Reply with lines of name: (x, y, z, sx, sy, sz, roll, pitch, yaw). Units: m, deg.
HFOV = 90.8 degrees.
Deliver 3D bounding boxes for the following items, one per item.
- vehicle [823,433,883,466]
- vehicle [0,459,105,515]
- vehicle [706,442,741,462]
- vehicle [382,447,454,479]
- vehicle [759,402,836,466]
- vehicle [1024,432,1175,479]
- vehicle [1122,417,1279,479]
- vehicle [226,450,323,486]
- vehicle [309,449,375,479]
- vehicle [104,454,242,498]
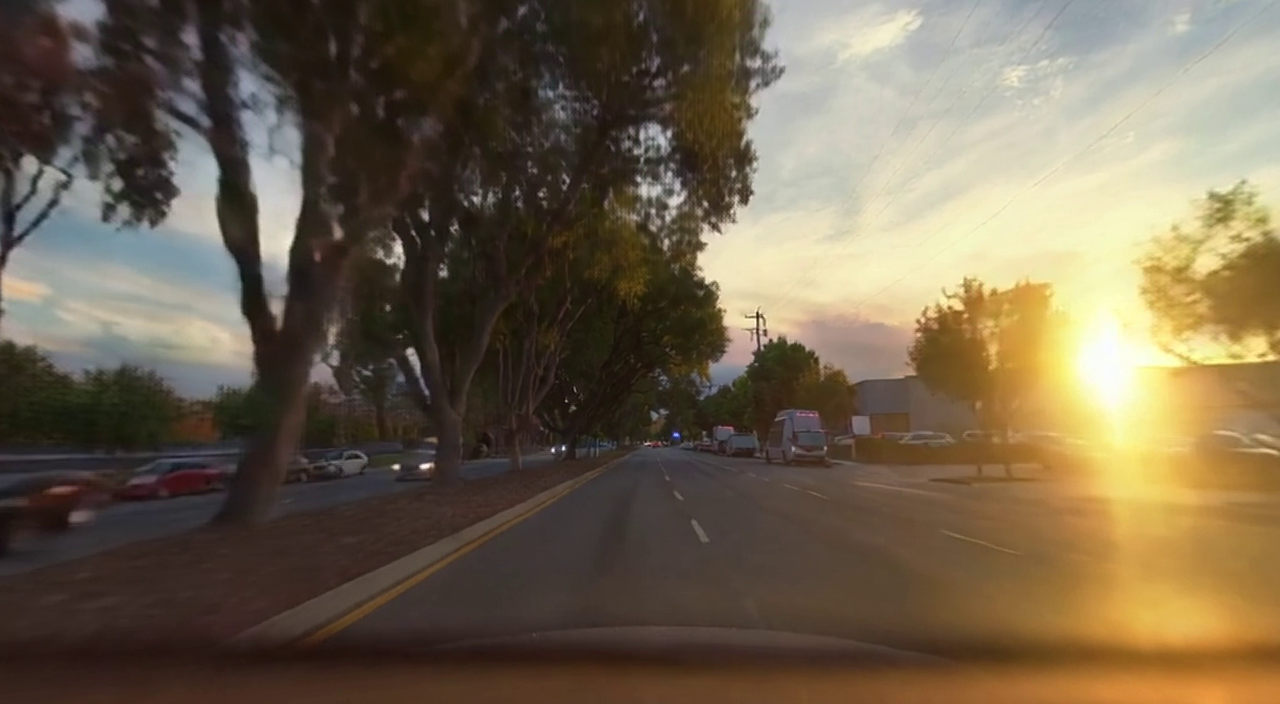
vehicle: (14.244, 6.561, 42.690, 2.203, 2.052, 5.314, -1, -8, 0)
vehicle: (-18.918, 3.985, 18.743, 1.890, 1.468, 4.727, -1, -8, 1)
vehicle: (6.246, 7.493, 47.542, 1.972, 1.417, 4.239, 0, -8, -1)
vehicle: (-10.914, 5.452, 31.419, 1.973, 1.442, 4.241, -1, -8, 2)
vehicle: (10.302, 5.580, 42.443, 2.879, 3.765, 8.904, -1, -8, 1)
vehicle: (19.587, 4.421, 27.360, 1.979, 1.787, 5.366, 1, -8, -8)
vehicle: (18.084, 2.961, 19.553, 1.939, 1.680, 4.668, 2, -9, -15)
vehicle: (-17.987, 5.723, 31.397, 1.803, 1.476, 4.590, -2, -8, 5)
vehicle: (-17.513, 6.546, 37.318, 1.772, 1.480, 4.499, -2, -8, -1)
vehicle: (-18.624, 4.926, 25.516, 1.787, 1.482, 4.645, -1, -8, 4)
